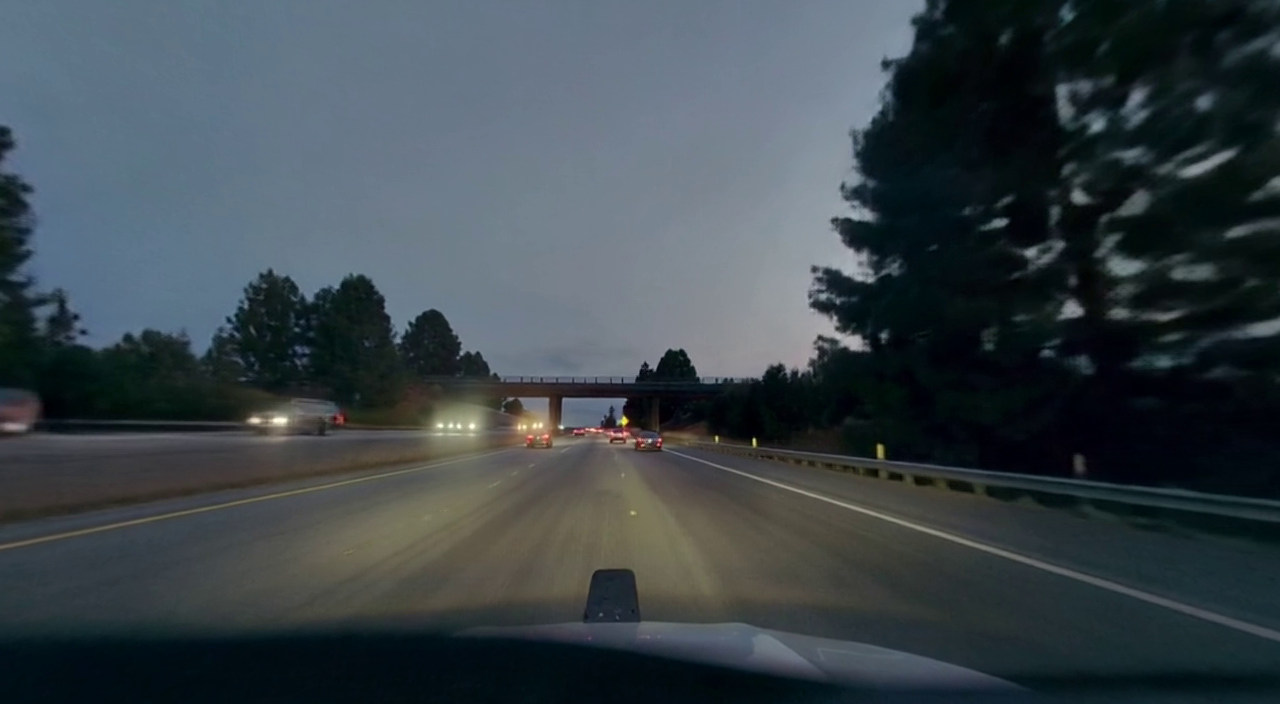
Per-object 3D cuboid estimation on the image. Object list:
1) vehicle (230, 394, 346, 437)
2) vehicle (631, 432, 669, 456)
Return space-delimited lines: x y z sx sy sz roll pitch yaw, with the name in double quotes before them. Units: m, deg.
"vehicle" -20.634 3.924 37.492 2.481 2.298 8.313 1 -8 -3
"vehicle" 0.545 5.600 38.436 1.999 1.329 3.913 1 -8 -4
